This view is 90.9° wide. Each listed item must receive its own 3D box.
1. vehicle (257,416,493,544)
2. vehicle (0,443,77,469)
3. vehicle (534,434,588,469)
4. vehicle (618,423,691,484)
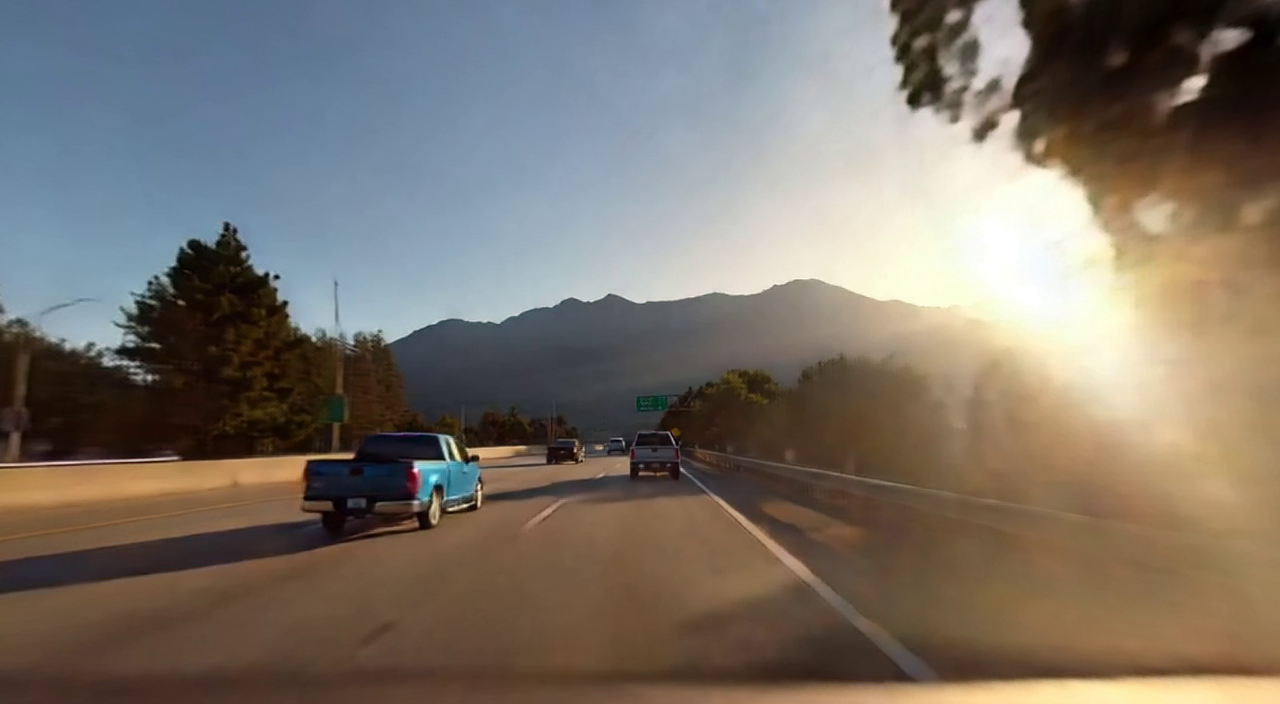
[{"bbox_3d":[-3.844,1.928,10.087,1.959,1.604,4.065,0,-8,0],"label":"vehicle"},{"bbox_3d":[-36.643,6.164,37.431,1.881,1.460,5.049,-2,-8,0],"label":"vehicle"},{"bbox_3d":[-3.904,4.984,31.763,2.106,1.651,4.040,0,-8,1],"label":"vehicle"},{"bbox_3d":[0.477,3.489,21.894,2.229,1.837,5.387,0,-8,1],"label":"vehicle"}]
